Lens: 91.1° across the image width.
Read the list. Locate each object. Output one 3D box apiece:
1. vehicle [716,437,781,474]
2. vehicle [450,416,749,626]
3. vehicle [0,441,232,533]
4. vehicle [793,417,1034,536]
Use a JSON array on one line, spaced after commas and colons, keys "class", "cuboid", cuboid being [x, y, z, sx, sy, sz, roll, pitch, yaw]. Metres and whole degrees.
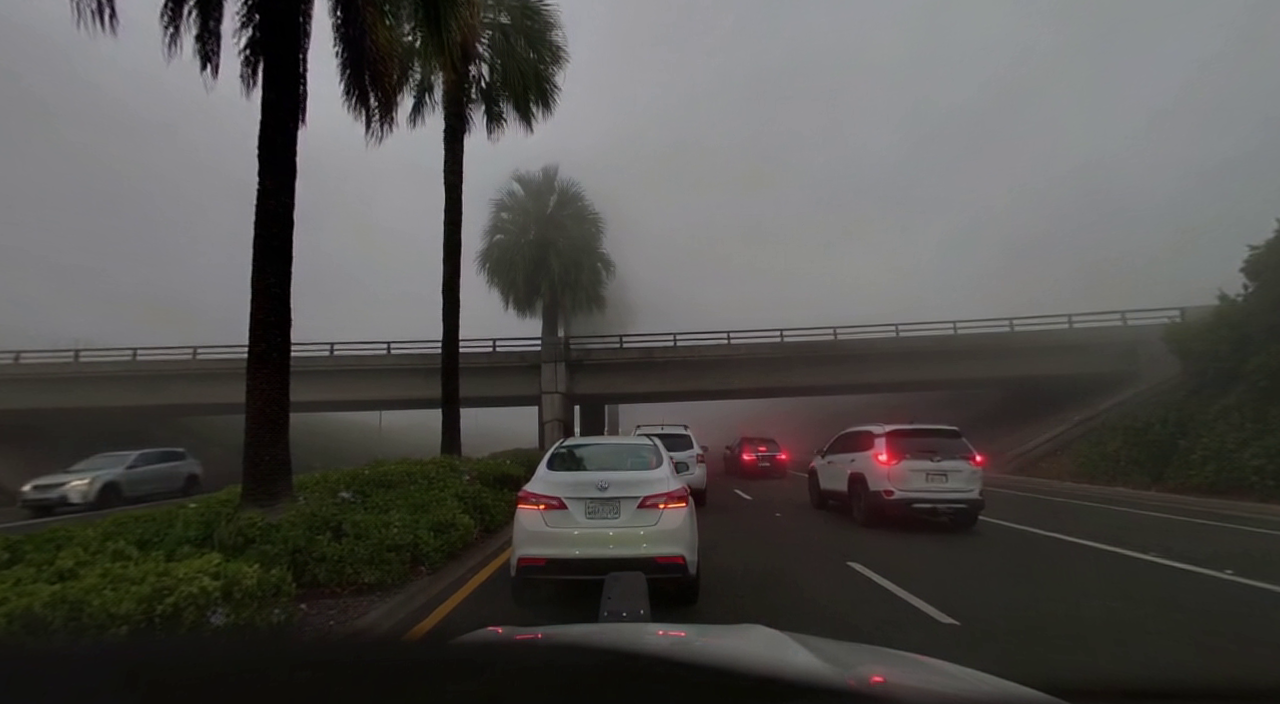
[{"class": "vehicle", "cuboid": [4.691, 4.548, 27.824, 2.034, 1.517, 4.840, 0, -8, 1]}, {"class": "vehicle", "cuboid": [-0.230, 1.527, 6.639, 2.172, 1.506, 4.018, 0, -9, 2]}, {"class": "vehicle", "cuboid": [-11.709, 2.887, 14.117, 2.084, 1.704, 4.485, 0, -9, -1]}, {"class": "vehicle", "cuboid": [4.338, 2.063, 11.059, 2.149, 1.609, 4.807, 0, -9, 1]}]
